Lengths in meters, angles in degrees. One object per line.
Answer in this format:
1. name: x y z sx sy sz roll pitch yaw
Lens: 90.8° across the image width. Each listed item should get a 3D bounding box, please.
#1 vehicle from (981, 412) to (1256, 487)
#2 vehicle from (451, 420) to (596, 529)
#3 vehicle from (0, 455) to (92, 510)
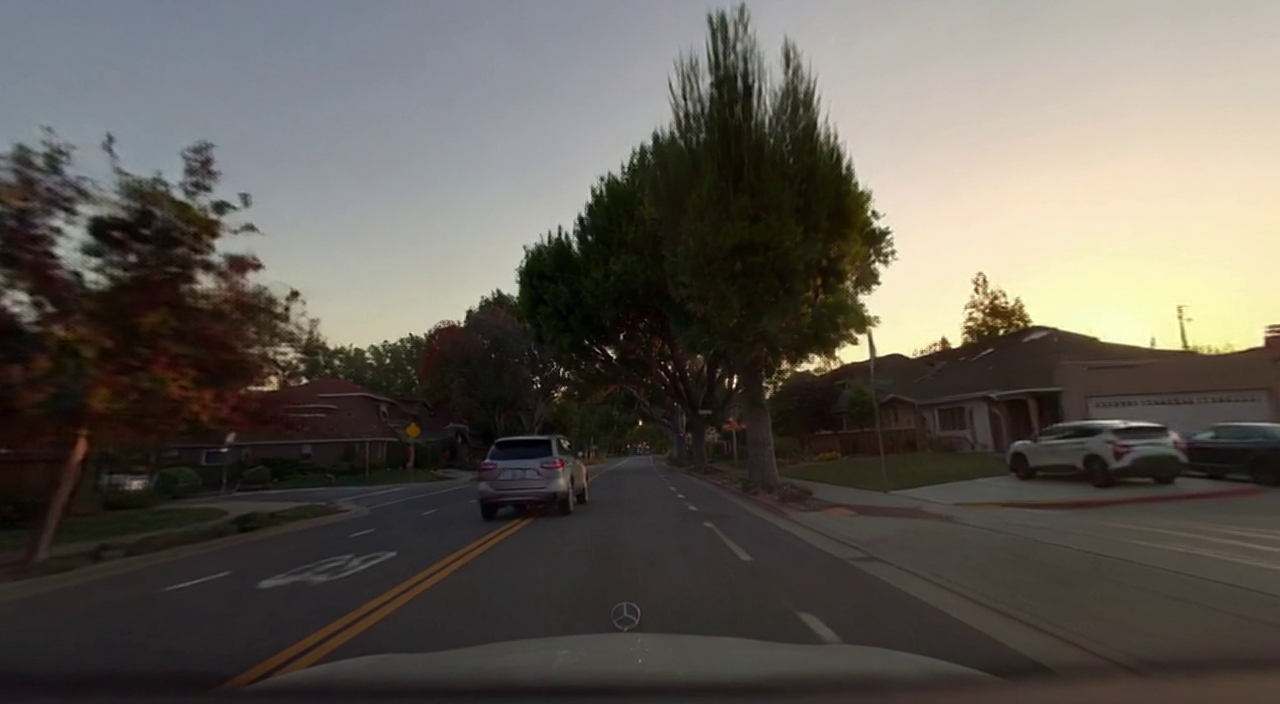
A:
1. vehicle: 9.449 2.008 13.136 1.922 1.263 4.664 1 -9 -3
2. vehicle: -2.359 2.657 14.272 2.210 2.023 4.663 0 -9 2
3. vehicle: -22.267 4.538 22.116 4.177 1.792 2.166 5 -10 -31
